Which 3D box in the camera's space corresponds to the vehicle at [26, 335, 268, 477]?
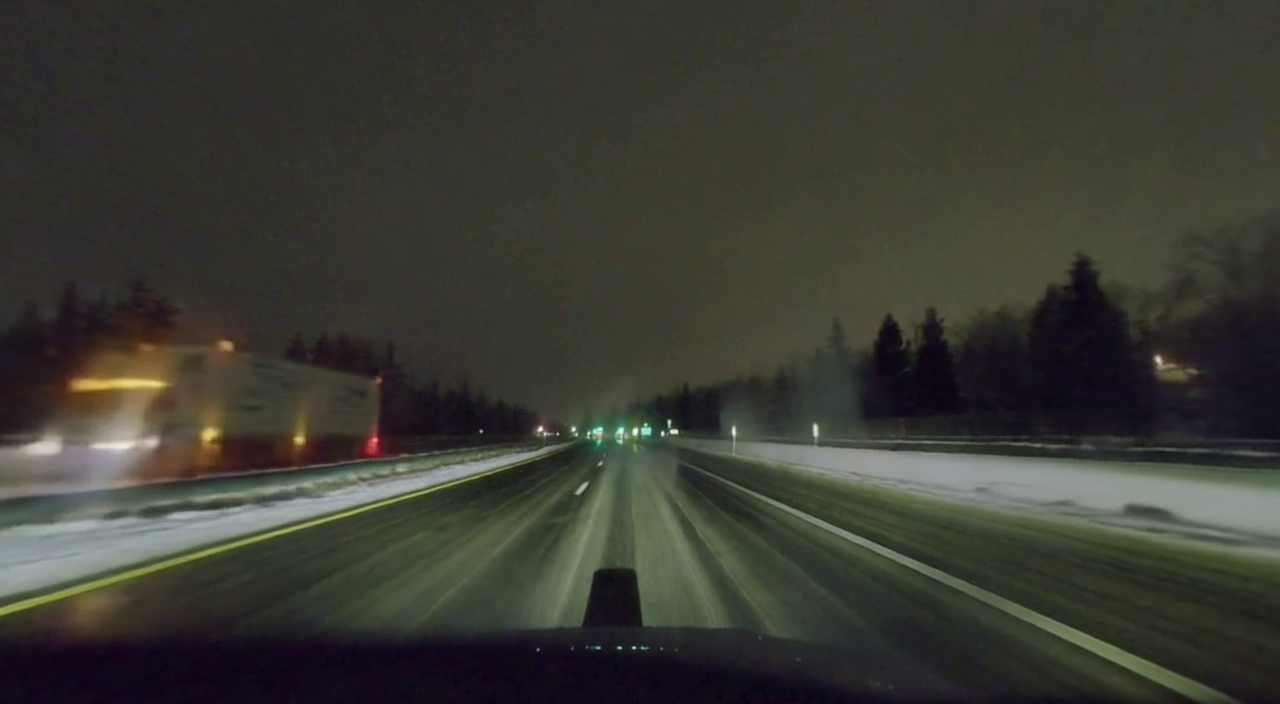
[{"bbox_3d":[-15.551,1.899,20.691,3.006,3.965,5.994,0,-8,-2],"label":"vehicle"}]
